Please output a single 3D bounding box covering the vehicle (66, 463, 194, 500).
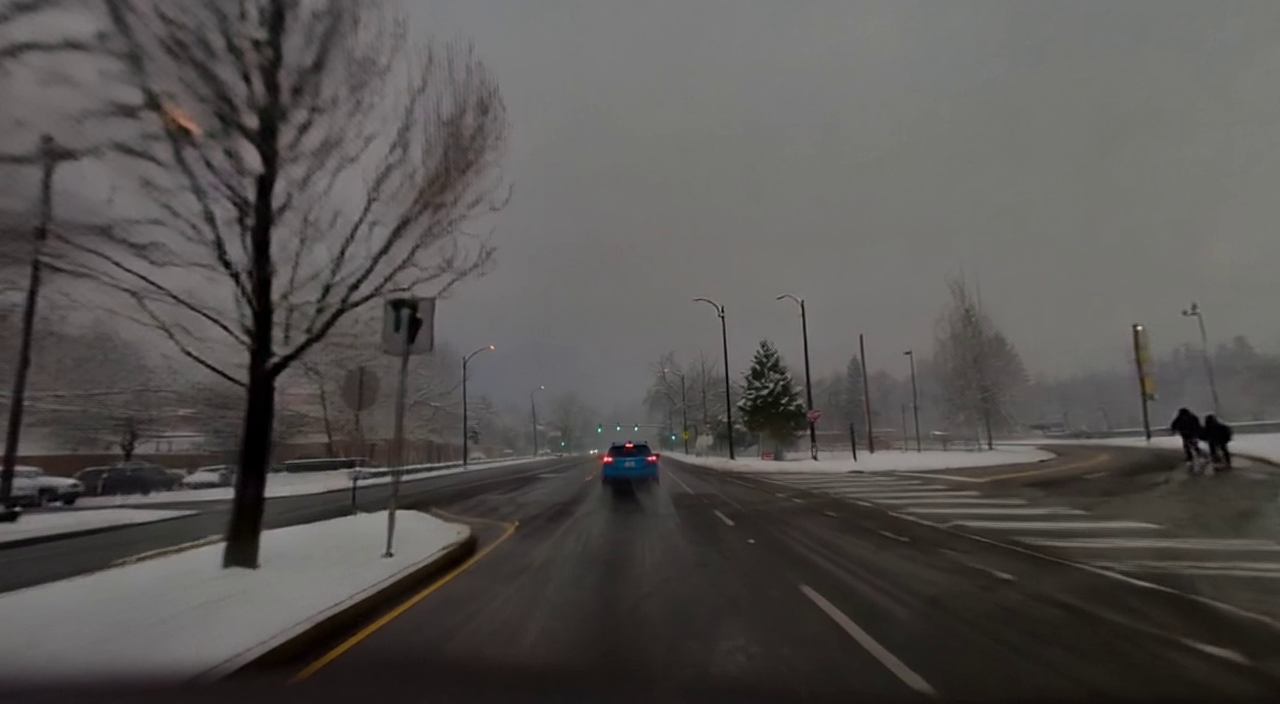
[{"bbox_3d":[-22.943,5.823,28.559,4.086,1.478,1.844,0,-8,-4],"label":"vehicle"}]

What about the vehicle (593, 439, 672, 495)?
[{"bbox_3d":[-0.221,3.566,20.027,2.221,1.570,4.398,0,-8,0],"label":"vehicle"}]

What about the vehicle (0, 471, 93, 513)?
[{"bbox_3d":[-23.233,5.178,23.516,3.834,1.418,1.953,0,-9,-2],"label":"vehicle"}]
